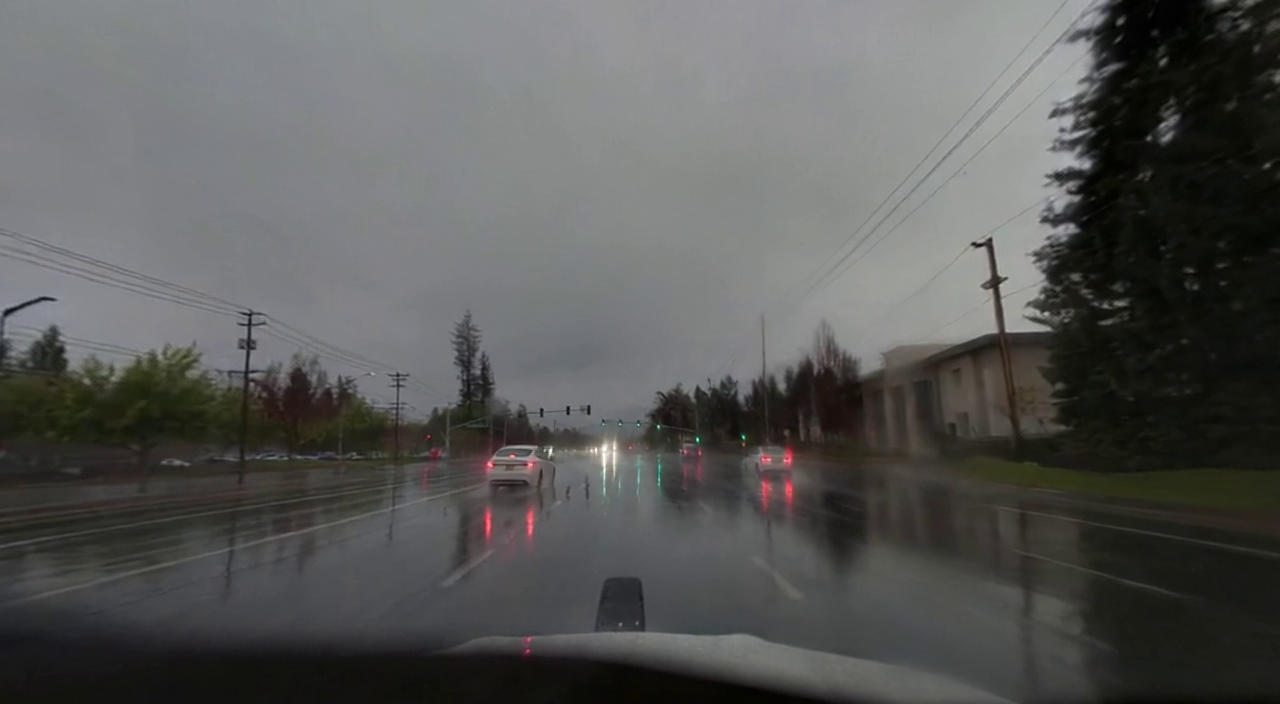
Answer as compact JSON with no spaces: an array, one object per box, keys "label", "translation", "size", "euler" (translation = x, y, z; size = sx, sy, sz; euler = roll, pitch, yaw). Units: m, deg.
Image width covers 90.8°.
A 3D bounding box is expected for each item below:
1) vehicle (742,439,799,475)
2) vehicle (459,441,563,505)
[{"label":"vehicle","translation":[6.598,5.353,32.403],"size":[1.945,1.706,4.190],"euler":[0,-8,-1]},{"label":"vehicle","translation":[-3.278,3.144,16.944],"size":[1.837,1.463,4.311],"euler":[0,-8,1]}]
